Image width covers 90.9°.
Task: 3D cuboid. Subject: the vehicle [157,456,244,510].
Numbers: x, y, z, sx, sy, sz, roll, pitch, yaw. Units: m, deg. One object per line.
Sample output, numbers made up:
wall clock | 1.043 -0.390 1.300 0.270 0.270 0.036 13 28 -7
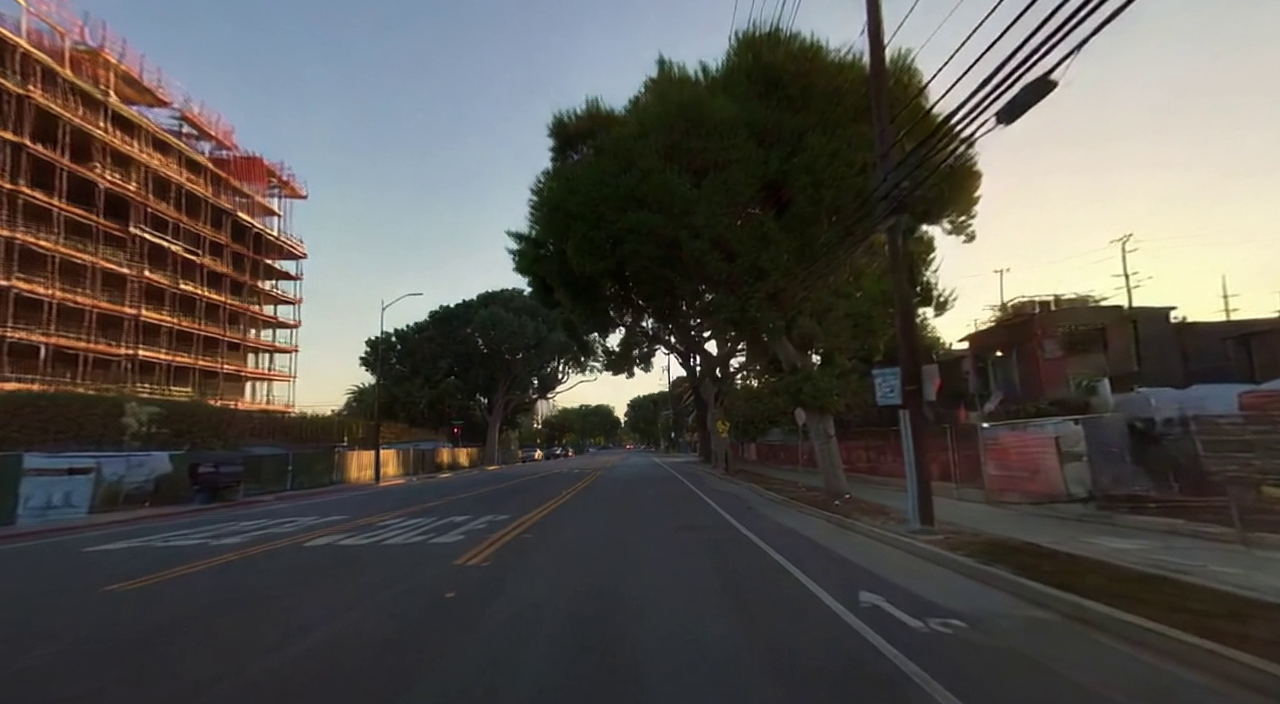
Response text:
vehicle | -15.851 4.675 22.997 2.002 1.683 4.664 4 -10 -28
